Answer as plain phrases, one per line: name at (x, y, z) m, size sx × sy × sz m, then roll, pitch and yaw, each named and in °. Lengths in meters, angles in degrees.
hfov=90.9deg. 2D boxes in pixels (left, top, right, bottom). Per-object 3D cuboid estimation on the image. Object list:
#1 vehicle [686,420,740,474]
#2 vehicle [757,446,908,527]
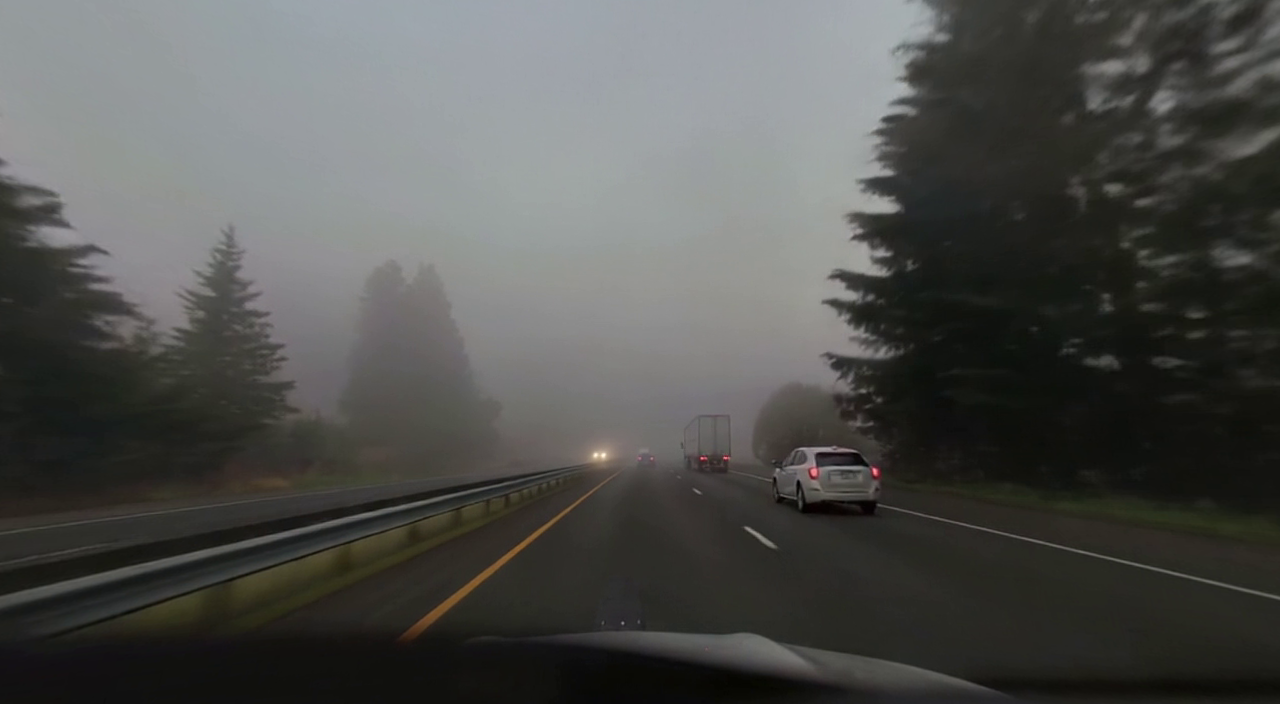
vehicle at (5.238, 7.157, 47.325) m, size 2.866 × 3.558 × 11.674 m, roll 0°, pitch -9°, yaw 1°
vehicle at (3.889, 2.766, 13.511) m, size 1.893 × 1.442 × 4.039 m, roll 0°, pitch -9°, yaw -1°
